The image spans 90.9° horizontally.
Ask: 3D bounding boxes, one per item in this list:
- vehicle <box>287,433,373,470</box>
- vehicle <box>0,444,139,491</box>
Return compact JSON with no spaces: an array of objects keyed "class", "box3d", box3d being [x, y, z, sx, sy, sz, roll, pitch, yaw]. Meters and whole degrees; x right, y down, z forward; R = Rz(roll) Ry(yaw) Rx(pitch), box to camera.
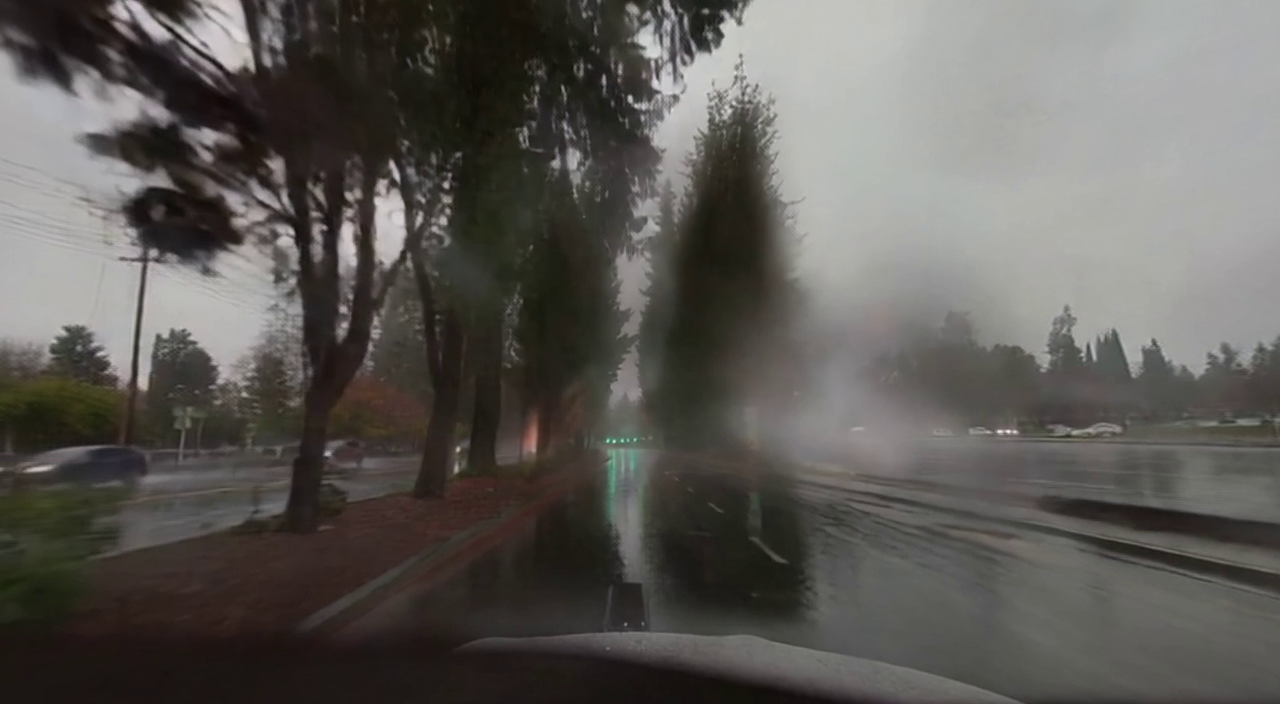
[{"class":"vehicle","box3d":[-16.983,5.456,34.851,2.064,1.844,4.845,-1,-8,2]},{"class":"vehicle","box3d":[-19.977,3.962,21.958,1.844,1.461,3.788,0,-8,0]}]
